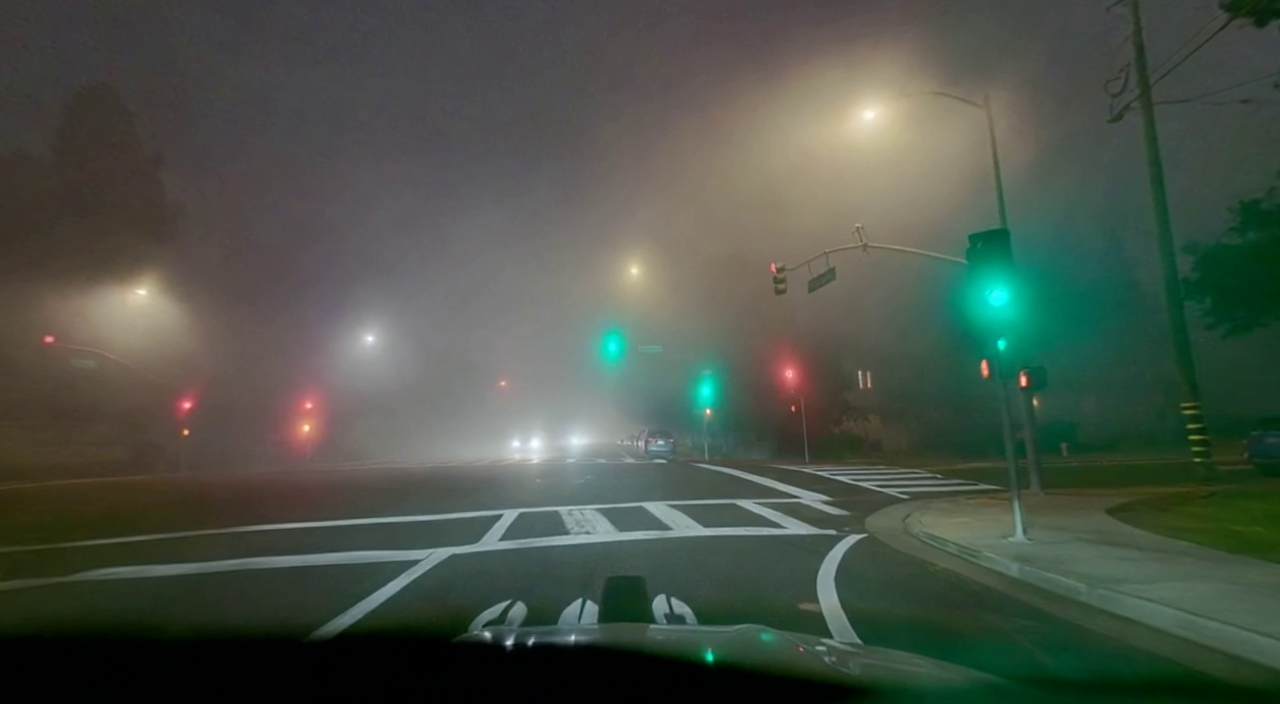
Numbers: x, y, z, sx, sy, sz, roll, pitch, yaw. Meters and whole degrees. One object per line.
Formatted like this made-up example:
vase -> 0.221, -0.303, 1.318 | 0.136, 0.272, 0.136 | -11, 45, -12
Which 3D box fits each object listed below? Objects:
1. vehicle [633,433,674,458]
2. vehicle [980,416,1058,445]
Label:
vehicle -> 0.764, 5.842, 39.486 | 2.149, 1.507, 4.160 | 1, -8, -5
vehicle -> 24.457, 5.147, 40.870 | 2.028, 1.595, 4.554 | 1, -10, -3
